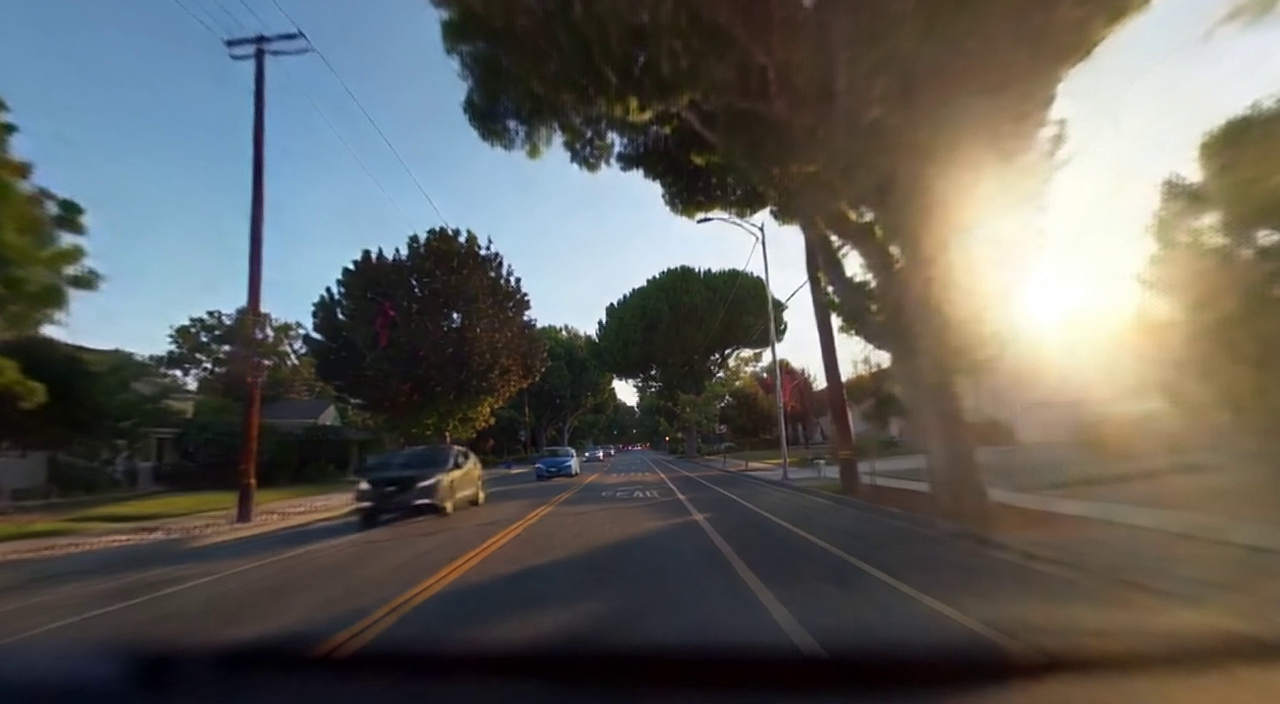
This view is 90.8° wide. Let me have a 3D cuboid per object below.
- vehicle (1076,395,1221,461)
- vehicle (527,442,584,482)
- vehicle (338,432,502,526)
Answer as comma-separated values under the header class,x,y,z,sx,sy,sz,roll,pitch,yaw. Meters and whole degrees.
class,x,y,z,sx,sy,sz,roll,pitch,yaw
vehicle,16.995,2.668,21.503,2.068,1.963,5.037,-3,-9,18
vehicle,-3.779,5.018,29.129,2.090,1.689,4.232,0,-9,-1
vehicle,-5.010,2.952,15.392,2.059,1.840,5.317,0,-9,0
